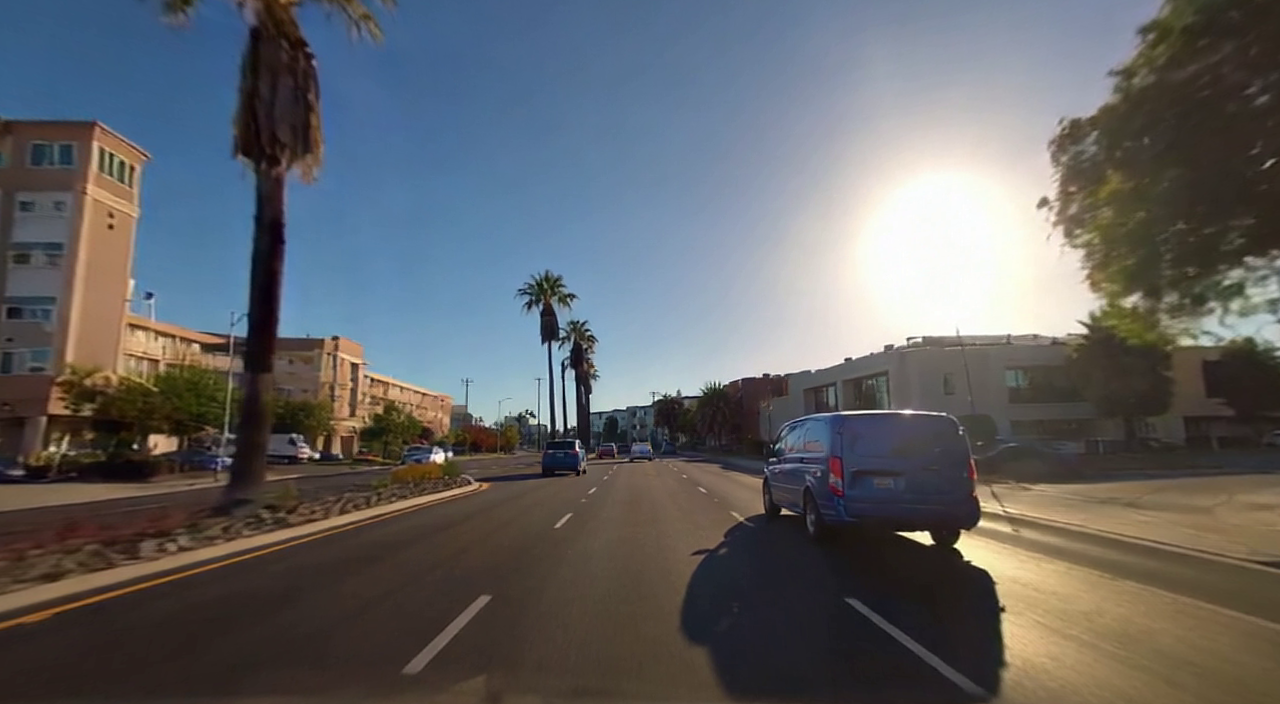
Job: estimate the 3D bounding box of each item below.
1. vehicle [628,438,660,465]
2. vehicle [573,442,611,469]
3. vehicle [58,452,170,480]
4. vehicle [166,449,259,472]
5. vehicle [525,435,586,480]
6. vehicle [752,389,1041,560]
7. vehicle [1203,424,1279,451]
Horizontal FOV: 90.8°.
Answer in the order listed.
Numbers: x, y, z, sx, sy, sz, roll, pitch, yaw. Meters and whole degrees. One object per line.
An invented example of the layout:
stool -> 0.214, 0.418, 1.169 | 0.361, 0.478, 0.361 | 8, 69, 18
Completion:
vehicle -> 0.275, 7.085, 45.092 | 2.191, 1.761, 3.857 | 0, -8, 0
vehicle -> -2.756, 6.076, 37.194 | 1.869, 1.454, 4.142 | 0, -8, 0
vehicle -> -28.540, 6.181, 34.367 | 4.371, 1.393, 1.867 | 0, -8, -1
vehicle -> -29.343, 7.463, 43.472 | 4.876, 1.487, 1.993 | 1, -8, -4
vehicle -> -3.445, 4.375, 26.500 | 1.967, 1.703, 4.157 | 0, -8, 1
vehicle -> 3.334, 1.734, 9.610 | 2.234, 1.912, 4.847 | 0, -8, -1
vehicle -> 45.959, 6.476, 47.682 | 4.658, 1.924, 1.898 | -5, -10, 30
